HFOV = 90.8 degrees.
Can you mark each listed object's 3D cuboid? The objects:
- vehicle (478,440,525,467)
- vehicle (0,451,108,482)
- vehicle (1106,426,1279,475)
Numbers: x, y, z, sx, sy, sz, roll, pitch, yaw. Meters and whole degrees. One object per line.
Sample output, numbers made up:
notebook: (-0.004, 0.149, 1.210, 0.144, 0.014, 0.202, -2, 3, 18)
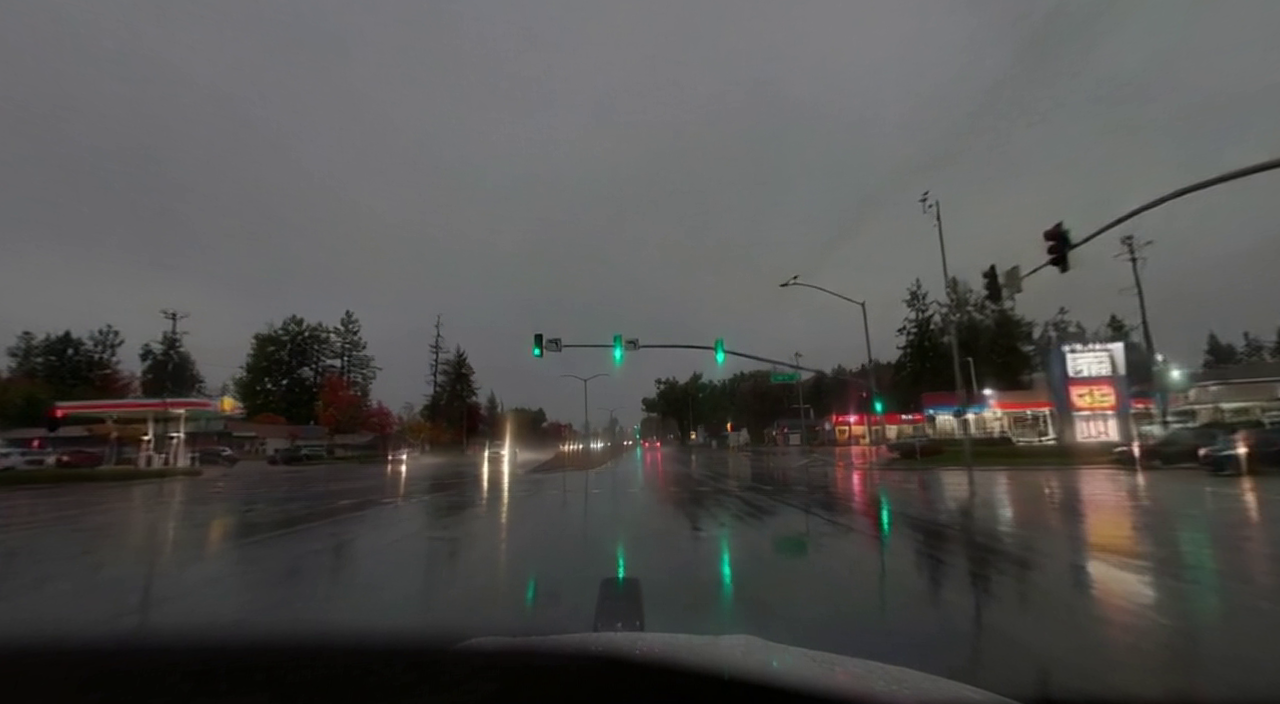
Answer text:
vehicle: (-8.572, 6.318, 39.323, 1.913, 1.478, 4.312, -4, -9, 0)
vehicle: (-38.898, 7.475, 41.496, 5.871, 1.874, 2.157, 7, -11, -39)
vehicle: (18.329, 3.203, 20.619, 4.533, 1.485, 1.916, -3, -9, 19)
